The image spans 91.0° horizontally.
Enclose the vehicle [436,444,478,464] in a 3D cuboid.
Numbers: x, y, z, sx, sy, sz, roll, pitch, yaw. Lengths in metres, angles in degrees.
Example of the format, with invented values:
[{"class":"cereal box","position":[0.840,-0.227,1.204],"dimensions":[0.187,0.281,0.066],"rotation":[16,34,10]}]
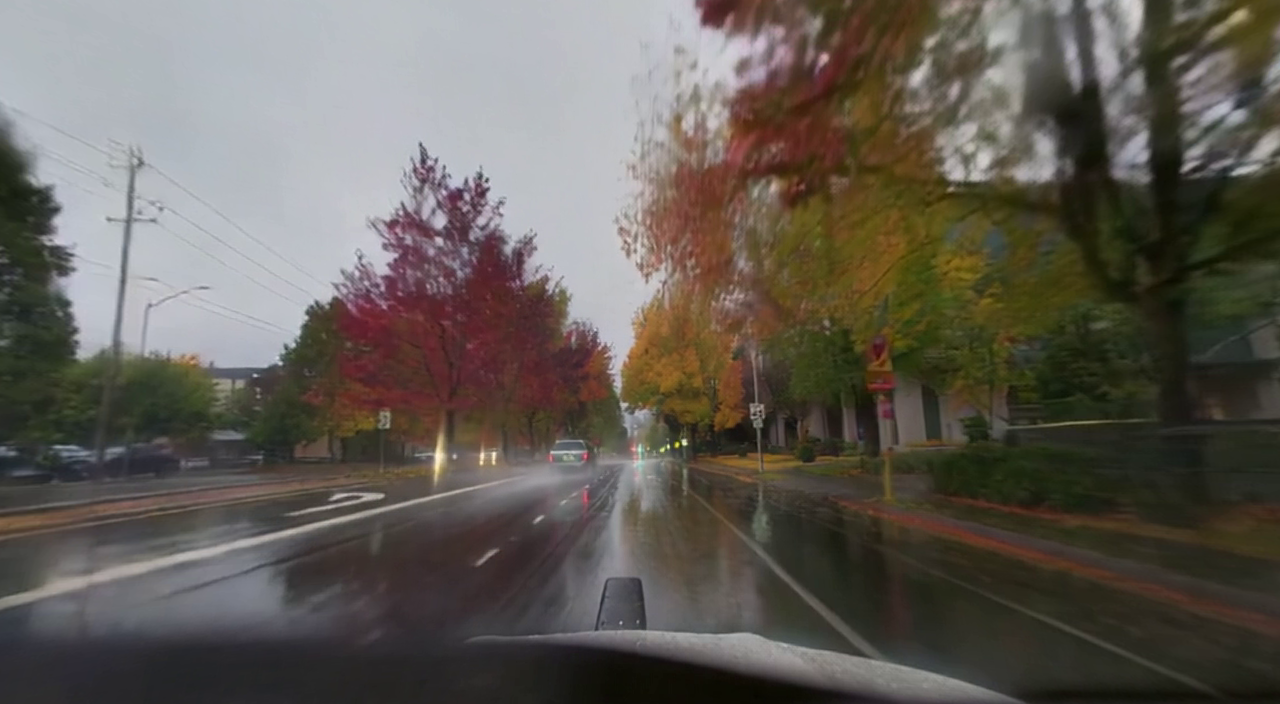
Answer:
[{"class":"vehicle","position":[-14.376,8.068,49.846],"dimensions":[1.893,1.491,4.711],"rotation":[0,-9,0]}]

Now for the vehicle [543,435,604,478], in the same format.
[{"class":"vehicle","position":[-2.934,4.771,28.858],"dimensions":[2.112,1.779,4.489],"rotation":[0,-9,3]}]

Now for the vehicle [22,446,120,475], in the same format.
[{"class":"vehicle","position":[-33.606,6.403,37.262],"dimensions":[3.856,1.655,1.842],"rotation":[1,-9,-3]}]

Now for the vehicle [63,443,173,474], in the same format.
[{"class":"vehicle","position":[-32.844,6.706,39.729],"dimensions":[4.858,1.849,2.112],"rotation":[1,-9,-2]}]
